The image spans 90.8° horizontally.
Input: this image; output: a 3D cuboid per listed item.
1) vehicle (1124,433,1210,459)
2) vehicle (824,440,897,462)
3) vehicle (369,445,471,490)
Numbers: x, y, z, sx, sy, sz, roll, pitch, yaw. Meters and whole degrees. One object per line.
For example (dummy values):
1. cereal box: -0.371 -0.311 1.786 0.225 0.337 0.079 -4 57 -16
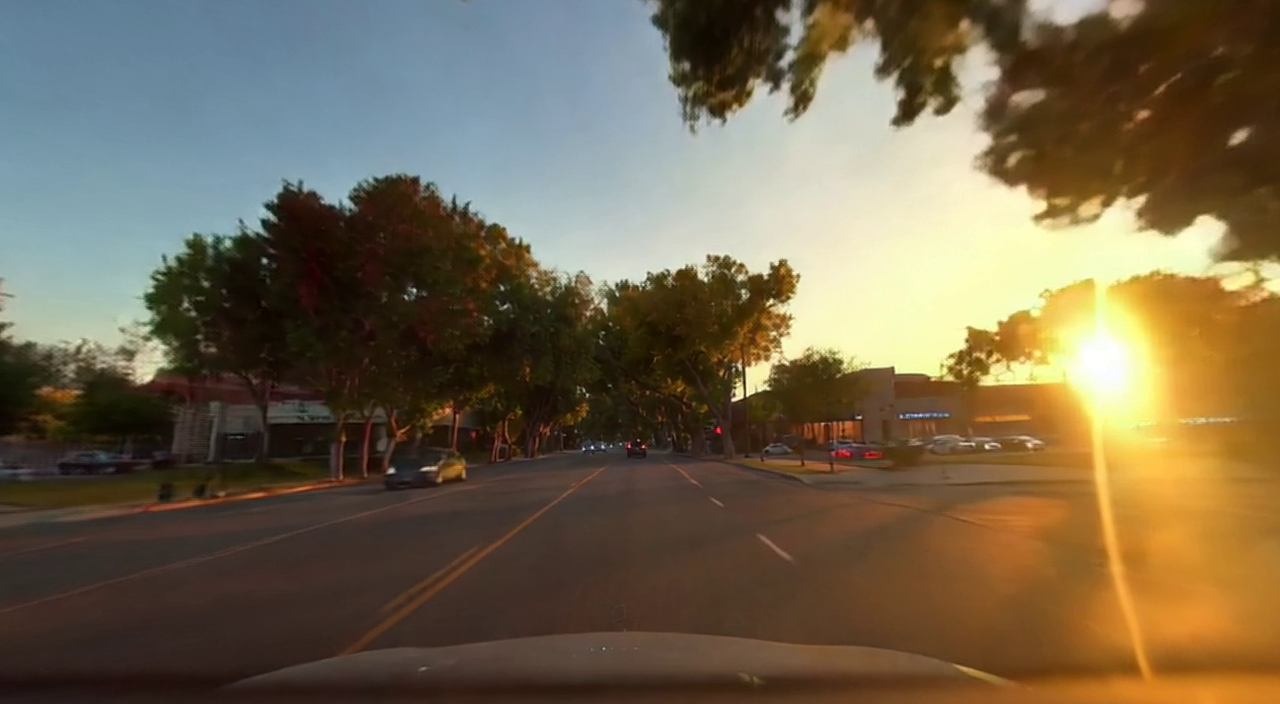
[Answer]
1. vehicle: 31.678 5.645 38.142 1.739 1.473 3.844 0 -8 -3
2. vehicle: 16.676 7.512 47.934 4.665 1.570 2.080 0 -8 -1
3. vehicle: -7.815 4.114 22.965 1.969 1.462 4.425 -1 -8 2
